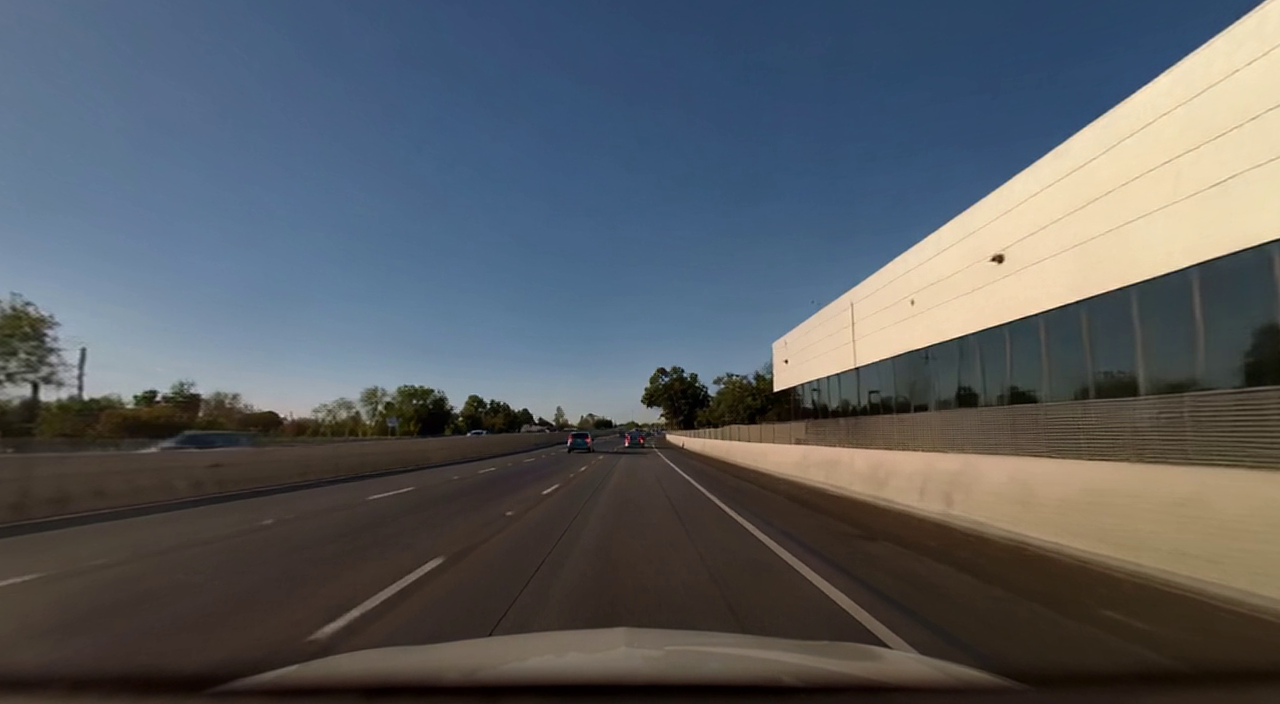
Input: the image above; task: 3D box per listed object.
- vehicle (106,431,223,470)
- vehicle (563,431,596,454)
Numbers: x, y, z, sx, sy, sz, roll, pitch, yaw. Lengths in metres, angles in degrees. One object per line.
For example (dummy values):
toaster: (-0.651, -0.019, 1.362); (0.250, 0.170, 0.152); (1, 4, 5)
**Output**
vehicle: (-20.719, 4.296, 27.644); (1.826, 1.549, 4.219); (0, -8, 0)
vehicle: (-4.577, 6.953, 48.357); (2.036, 1.612, 4.510); (0, -8, 1)
